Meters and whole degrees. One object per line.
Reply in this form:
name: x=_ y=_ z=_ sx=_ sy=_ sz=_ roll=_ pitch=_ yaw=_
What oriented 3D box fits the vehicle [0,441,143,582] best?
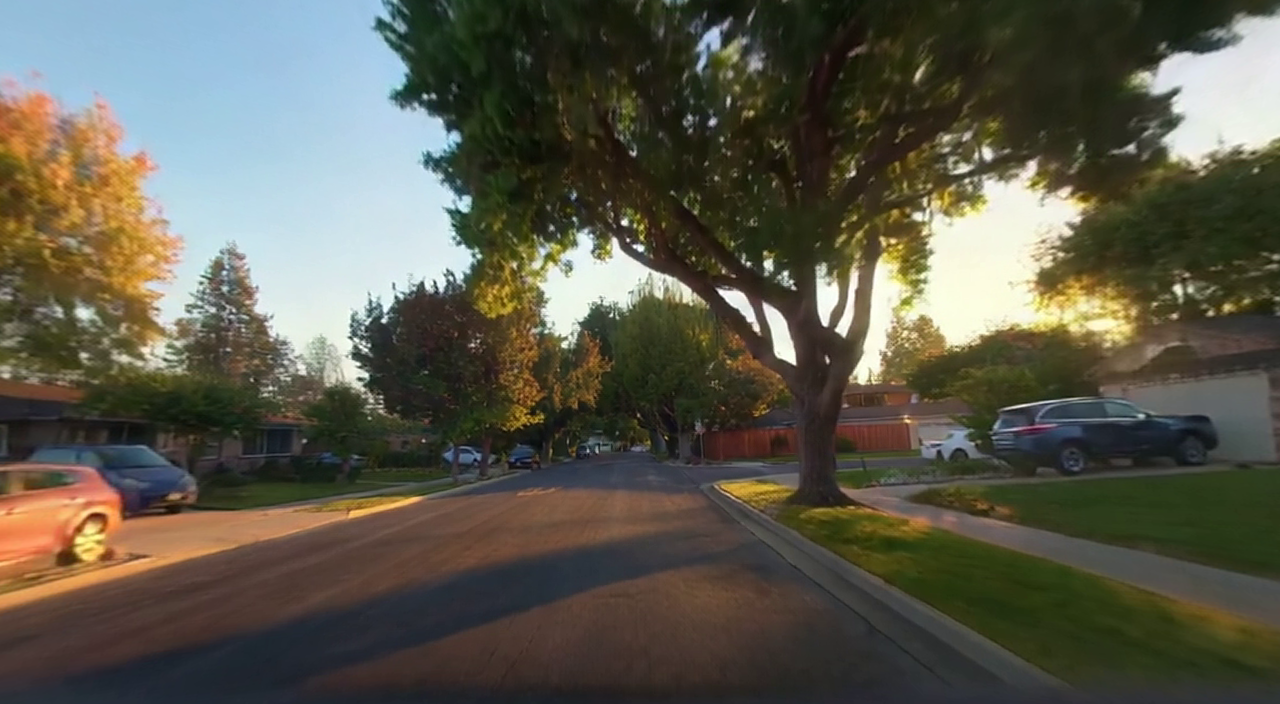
vehicle: x=-8.479 y=1.878 z=7.226 sx=2.074 sy=1.616 sz=4.440 roll=-2 pitch=-9 yaw=-2

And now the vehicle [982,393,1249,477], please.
vehicle: x=12.177 y=2.146 z=16.403 sx=5.367 sy=1.953 sz=2.257 roll=1 pitch=-8 yaw=-9

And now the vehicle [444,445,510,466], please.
vehicle: x=-12.680 y=8.067 z=49.342 sx=4.538 sy=1.578 sz=2.000 roll=-1 pitch=-8 yaw=0

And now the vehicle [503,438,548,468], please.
vehicle: x=-7.852 y=7.039 z=43.774 sx=2.091 sy=1.912 sz=4.598 roll=0 pitch=-10 yaw=2
